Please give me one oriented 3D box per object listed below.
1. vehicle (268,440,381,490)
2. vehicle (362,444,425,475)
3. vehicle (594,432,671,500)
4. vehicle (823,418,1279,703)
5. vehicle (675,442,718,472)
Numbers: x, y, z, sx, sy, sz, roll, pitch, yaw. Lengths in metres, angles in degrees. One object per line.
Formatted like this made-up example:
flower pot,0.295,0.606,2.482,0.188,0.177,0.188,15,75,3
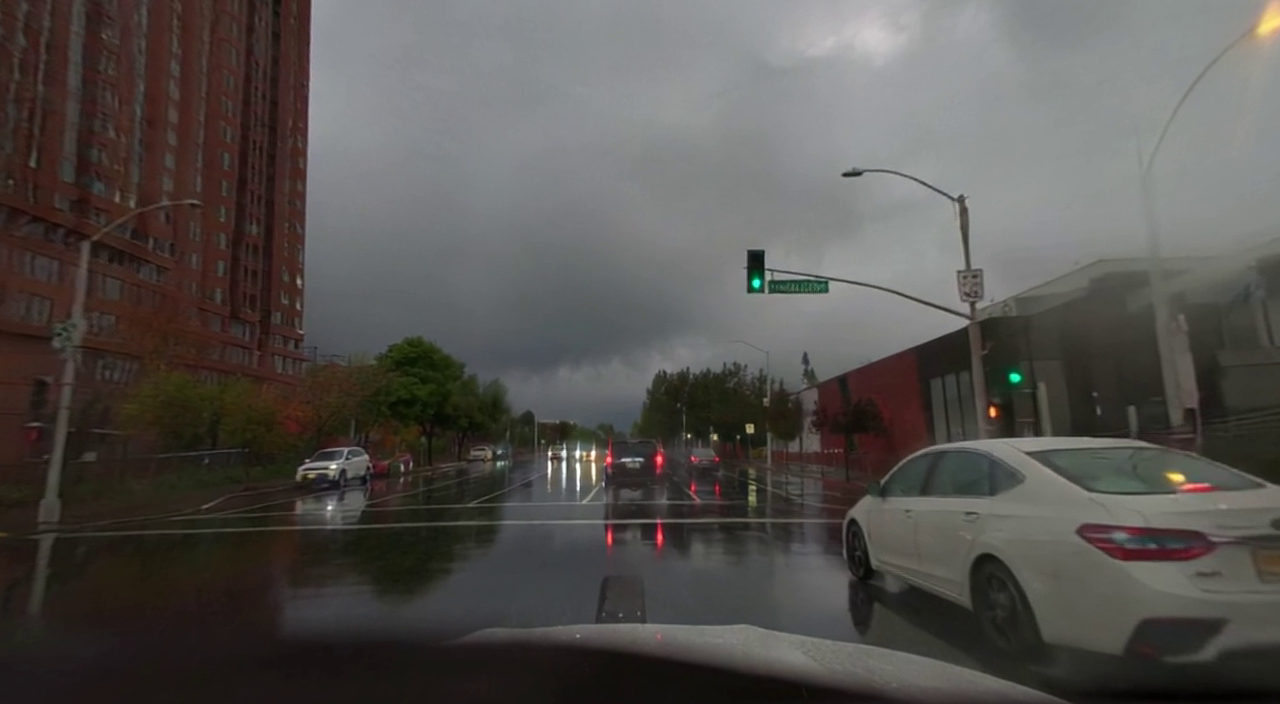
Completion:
vehicle,-14.267,5.116,29.060,2.191,2.011,5.556,-1,-9,2
vehicle,-14.331,6.240,36.953,1.891,1.659,4.360,0,-9,0
vehicle,-0.239,3.453,19.575,2.105,1.842,4.537,0,-9,-1
vehicle,3.288,1.425,5.441,2.026,1.499,4.662,0,-9,0
vehicle,2.958,5.599,33.862,1.852,1.462,4.155,0,-9,-1
